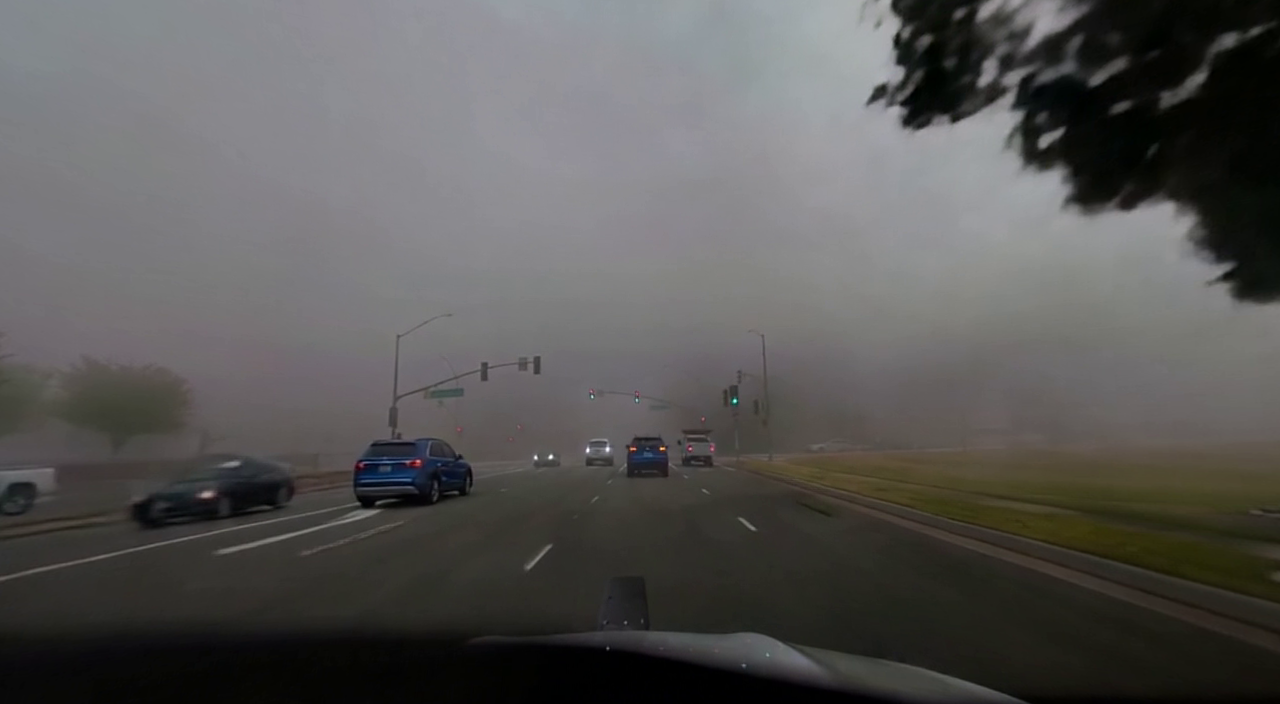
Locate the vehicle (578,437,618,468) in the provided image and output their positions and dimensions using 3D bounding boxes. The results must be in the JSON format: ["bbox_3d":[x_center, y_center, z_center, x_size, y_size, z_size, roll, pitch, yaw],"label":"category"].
[{"bbox_3d":[-2.421,5.935,37.287,2.058,1.659,4.514,0,-9,0],"label":"vehicle"}]

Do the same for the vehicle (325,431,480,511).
[{"bbox_3d":[-5.614,2.863,15.641,2.052,1.664,4.476,0,-9,1],"label":"vehicle"}]

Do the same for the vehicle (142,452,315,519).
[{"bbox_3d":[-11.717,3.779,18.454,1.924,1.533,4.714,-5,-9,1],"label":"vehicle"}]

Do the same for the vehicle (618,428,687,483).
[{"bbox_3d":[0.422,3.704,22.749,2.235,1.778,4.178,0,-9,1],"label":"vehicle"}]

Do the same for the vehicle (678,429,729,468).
[{"bbox_3d":[3.539,5.569,36.404,2.338,2.063,5.672,0,-9,0],"label":"vehicle"}]

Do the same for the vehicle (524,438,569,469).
[{"bbox_3d":[-5.498,6.052,37.619,2.108,1.689,4.316,0,-9,-2],"label":"vehicle"}]
